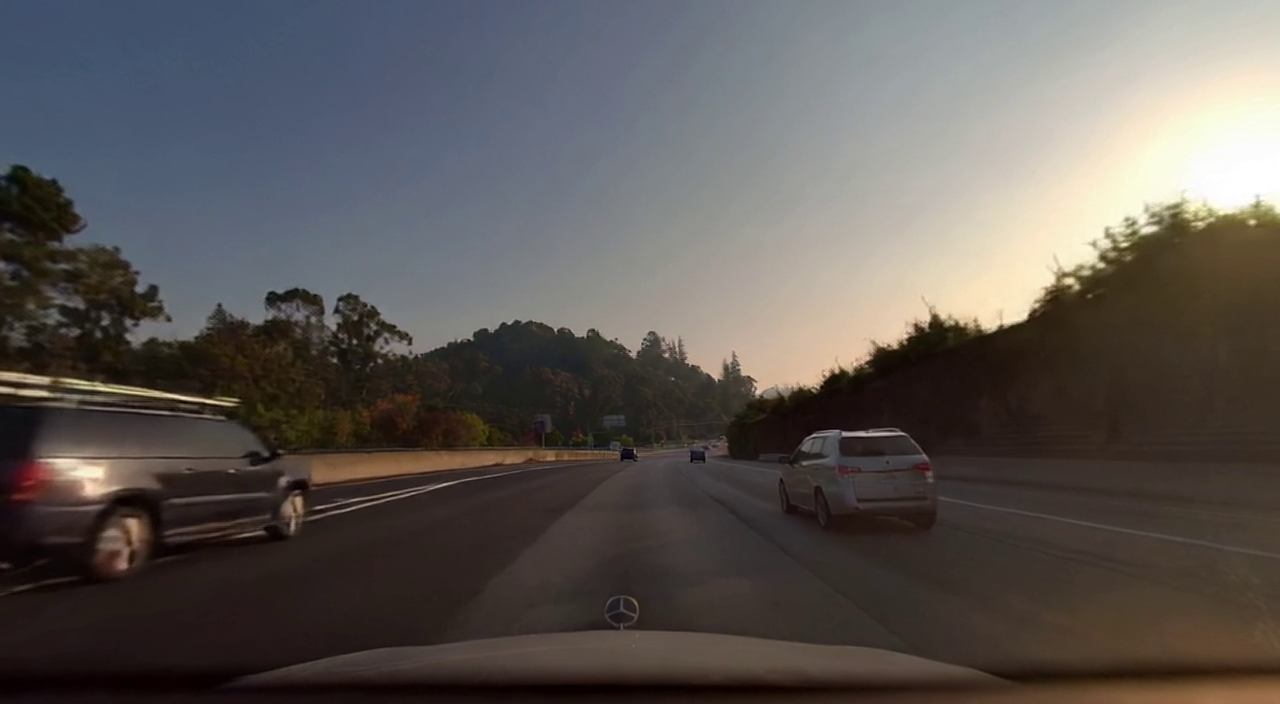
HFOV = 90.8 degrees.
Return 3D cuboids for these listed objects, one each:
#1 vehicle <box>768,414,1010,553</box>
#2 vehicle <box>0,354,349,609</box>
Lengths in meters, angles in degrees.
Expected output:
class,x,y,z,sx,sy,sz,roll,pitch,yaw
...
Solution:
class,x,y,z,sx,sy,sz,roll,pitch,yaw
vehicle,3.623,2.013,10.309,2.075,1.743,4.410,0,-9,-1
vehicle,-6.307,1.483,7.977,2.383,2.048,5.875,0,-9,1
